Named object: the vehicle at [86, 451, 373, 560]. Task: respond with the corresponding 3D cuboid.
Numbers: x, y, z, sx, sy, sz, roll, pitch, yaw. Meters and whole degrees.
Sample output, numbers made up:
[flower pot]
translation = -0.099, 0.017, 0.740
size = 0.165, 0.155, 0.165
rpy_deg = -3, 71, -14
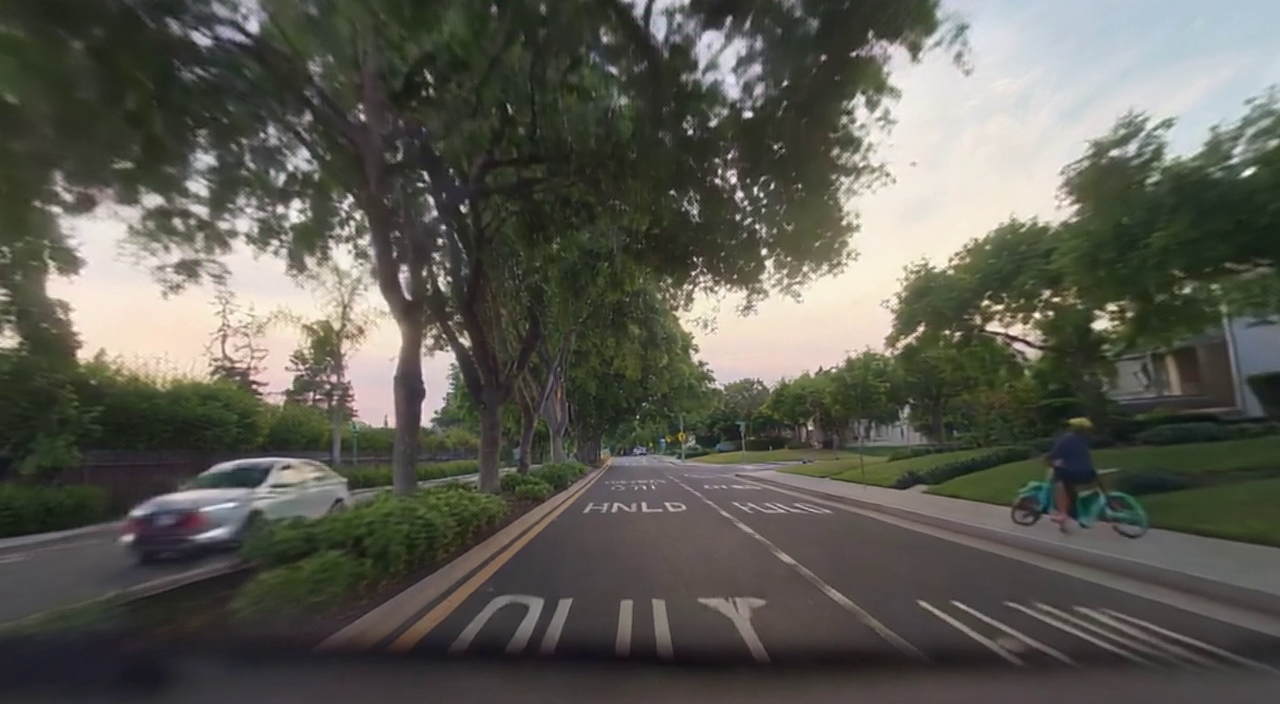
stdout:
[vehicle]
translation = -6.909, 2.582, 11.491
size = 2.006, 1.501, 4.789
rpy_deg = 0, -9, 0
